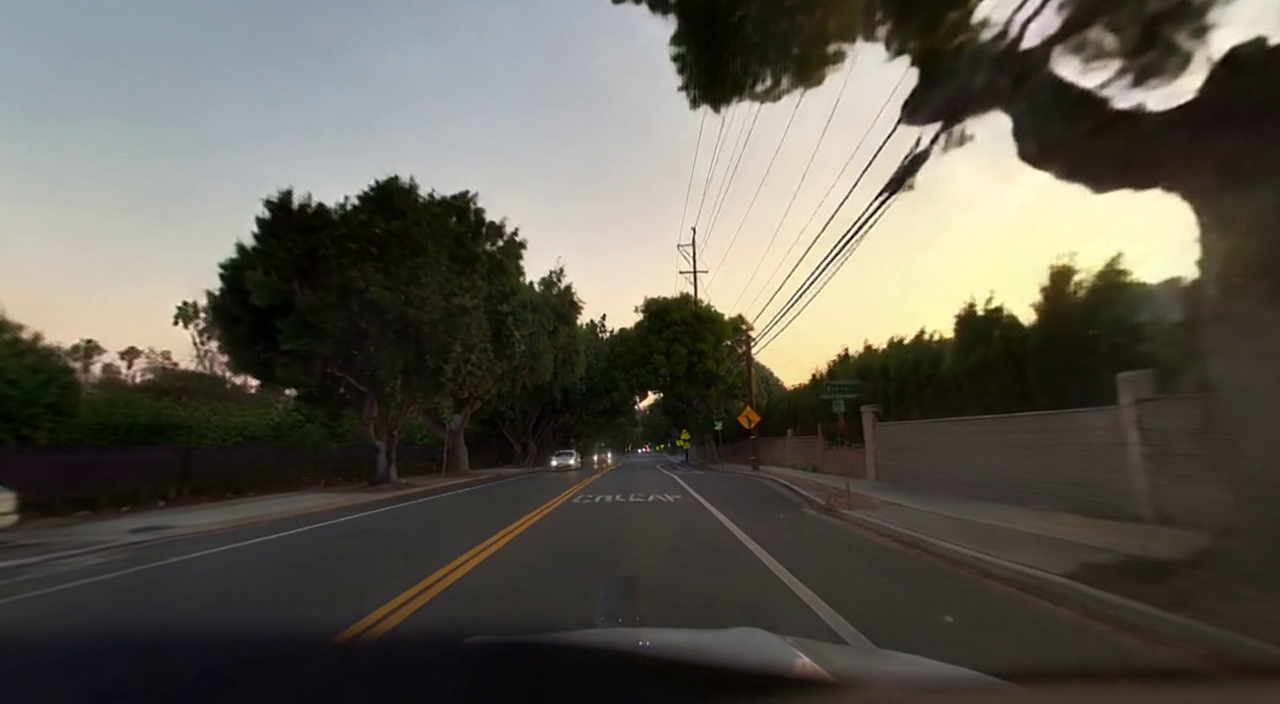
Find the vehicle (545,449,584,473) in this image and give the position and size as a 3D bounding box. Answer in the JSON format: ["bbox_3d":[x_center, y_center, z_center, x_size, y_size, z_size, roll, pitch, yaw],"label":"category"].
[{"bbox_3d":[-5.156,7.445,43.539,2.093,1.523,4.536,-1,-9,1],"label":"vehicle"}]
